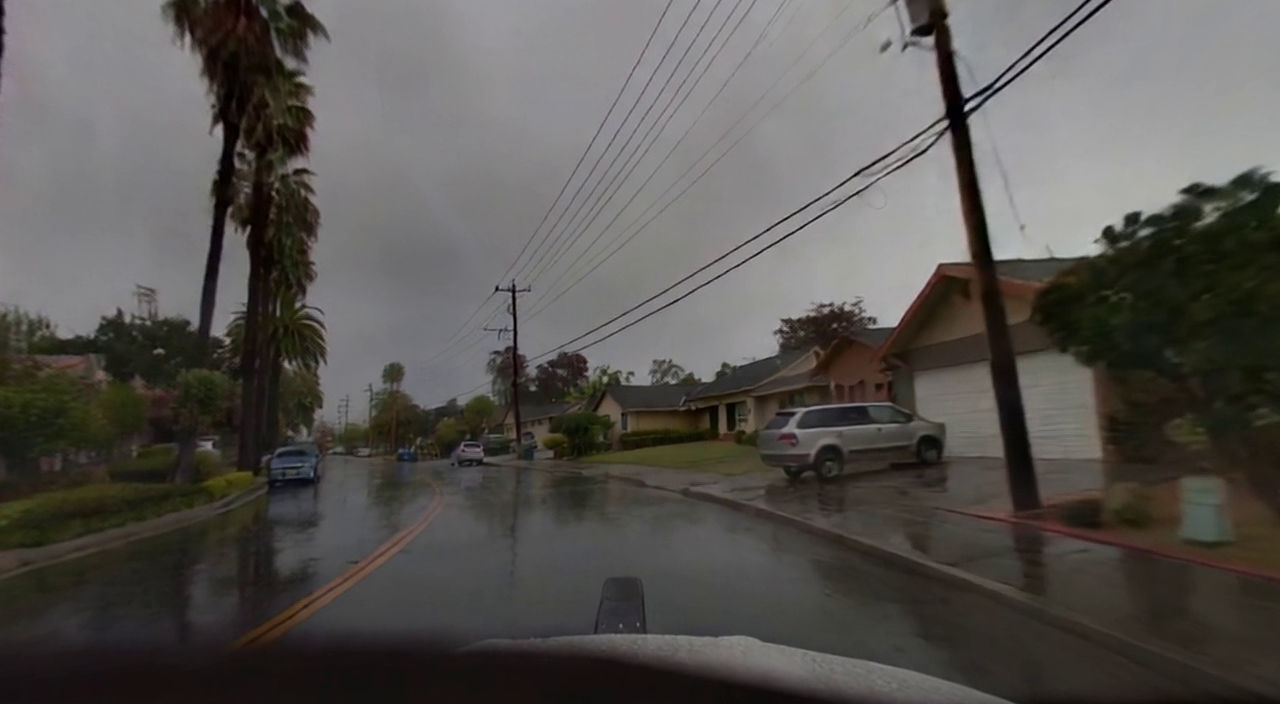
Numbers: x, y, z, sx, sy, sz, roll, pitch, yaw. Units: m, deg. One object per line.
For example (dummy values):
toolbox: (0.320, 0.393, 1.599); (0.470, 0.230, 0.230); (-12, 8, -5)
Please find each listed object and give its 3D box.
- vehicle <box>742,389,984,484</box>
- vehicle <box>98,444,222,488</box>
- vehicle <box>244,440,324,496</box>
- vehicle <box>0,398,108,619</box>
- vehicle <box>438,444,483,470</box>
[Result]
vehicle: (5.406, 2.068, 15.597); (5.102, 2.040, 2.472); (2, -8, -18)
vehicle: (-22.004, 5.191, 29.173); (4.060, 1.843, 1.979); (3, -8, -20)
vehicle: (-13.534, 4.409, 24.330); (2.410, 1.790, 4.699); (1, -9, -26)
vehicle: (-7.419, 1.318, 4.382); (2.552, 2.134, 6.076); (-3, -9, -5)
vehicle: (-11.525, 6.681, 40.334); (1.870, 1.490, 3.802); (4, -8, -29)
